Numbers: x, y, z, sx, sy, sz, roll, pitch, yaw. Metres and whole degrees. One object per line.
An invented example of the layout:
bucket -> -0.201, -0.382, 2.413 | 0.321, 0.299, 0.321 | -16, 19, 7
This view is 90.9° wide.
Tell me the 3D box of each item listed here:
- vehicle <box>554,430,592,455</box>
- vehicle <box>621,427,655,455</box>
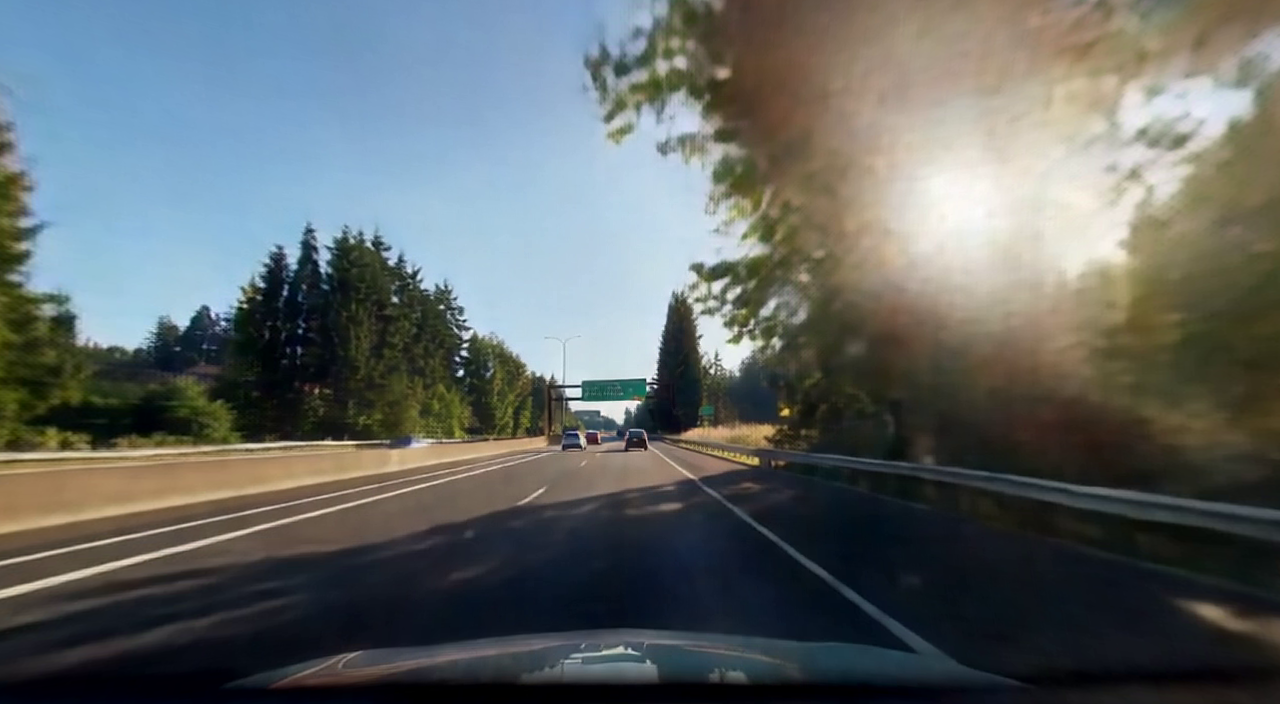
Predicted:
vehicle -> -4.462, 6.061, 42.432 | 2.055, 1.610, 4.116 | 0, -8, 0
vehicle -> -0.149, 5.965, 42.385 | 2.170, 1.790, 4.490 | 0, -8, -1
